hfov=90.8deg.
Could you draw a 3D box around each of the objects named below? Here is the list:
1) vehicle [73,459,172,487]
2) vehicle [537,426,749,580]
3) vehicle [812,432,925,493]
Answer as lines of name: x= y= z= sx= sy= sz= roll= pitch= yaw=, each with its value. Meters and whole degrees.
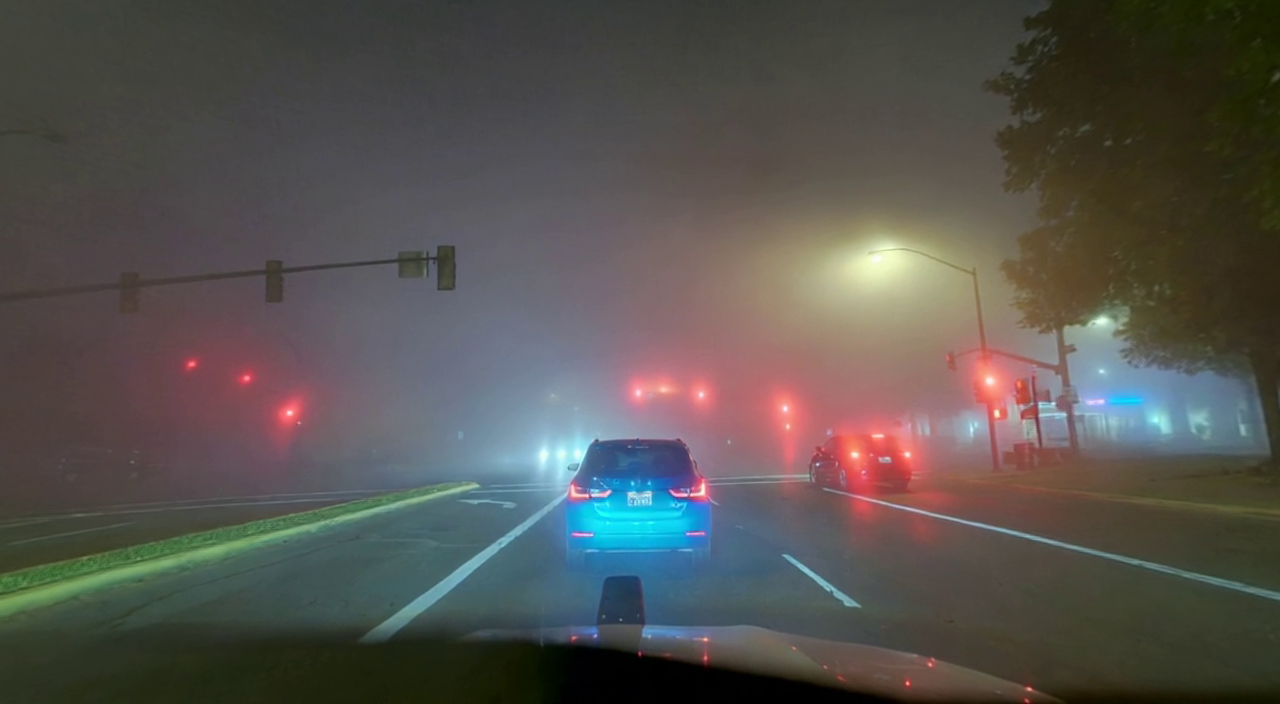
vehicle: x=-32.388 y=7.560 z=39.643 sx=4.401 sy=1.625 sz=1.863 roll=0 pitch=-8 yaw=-4
vehicle: x=-0.025 y=1.795 z=8.373 sx=2.070 sy=1.488 sz=4.206 roll=0 pitch=-8 yaw=-2
vehicle: x=7.054 y=3.440 z=20.057 sx=2.039 sy=1.692 sz=4.319 roll=0 pitch=-8 yaw=1
